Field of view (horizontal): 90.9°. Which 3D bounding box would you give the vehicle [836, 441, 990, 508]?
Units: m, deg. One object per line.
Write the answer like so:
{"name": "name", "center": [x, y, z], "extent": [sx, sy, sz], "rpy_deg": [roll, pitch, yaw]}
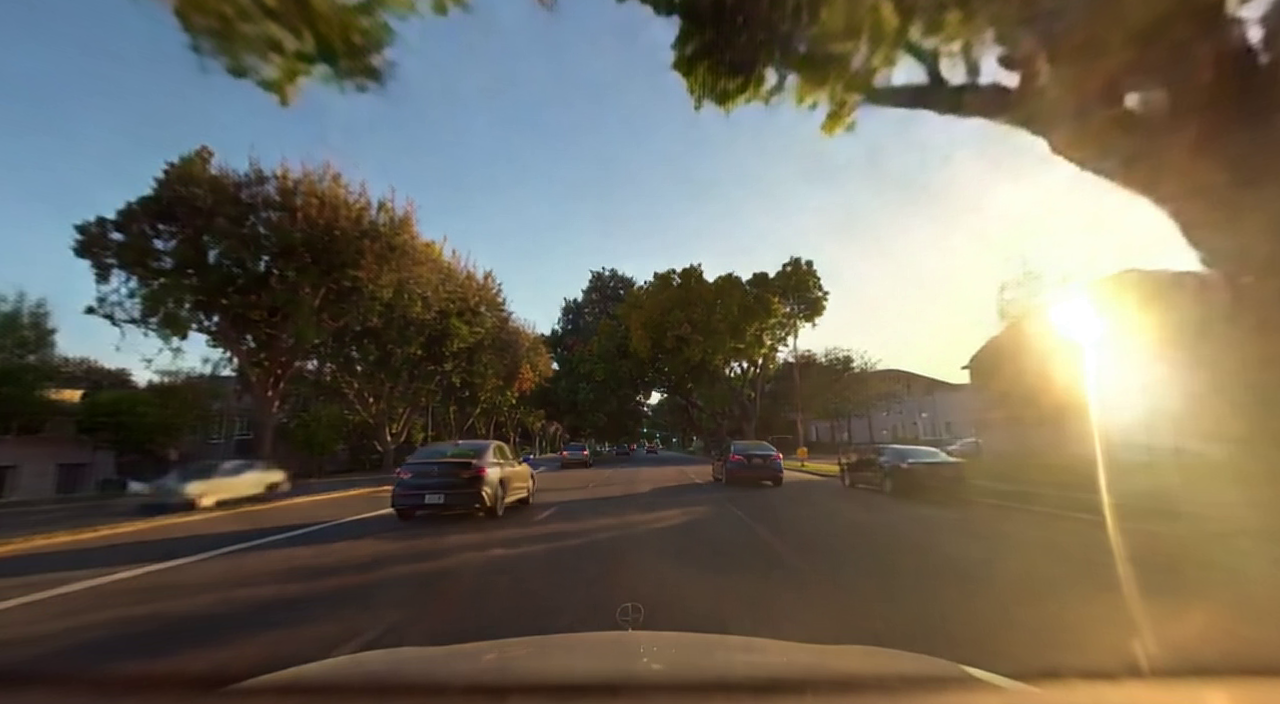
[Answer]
{"name": "vehicle", "center": [6.558, 2.963, 15.745], "extent": [1.912, 1.433, 4.265], "rpy_deg": [0, -9, 0]}

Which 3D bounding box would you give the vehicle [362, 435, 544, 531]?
{"name": "vehicle", "center": [-3.272, 2.395, 12.114], "extent": [2.053, 1.480, 4.381], "rpy_deg": [0, -9, 2]}

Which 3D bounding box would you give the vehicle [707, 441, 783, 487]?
{"name": "vehicle", "center": [3.675, 3.992, 22.865], "extent": [2.010, 1.486, 4.498], "rpy_deg": [0, -9, 0]}

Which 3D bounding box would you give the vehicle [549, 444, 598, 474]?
{"name": "vehicle", "center": [-3.476, 5.675, 33.734], "extent": [1.988, 1.497, 4.404], "rpy_deg": [0, -9, 2]}

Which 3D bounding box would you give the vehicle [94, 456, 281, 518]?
{"name": "vehicle", "center": [-12.657, 3.760, 18.096], "extent": [1.929, 1.482, 4.518], "rpy_deg": [0, -9, 2]}
